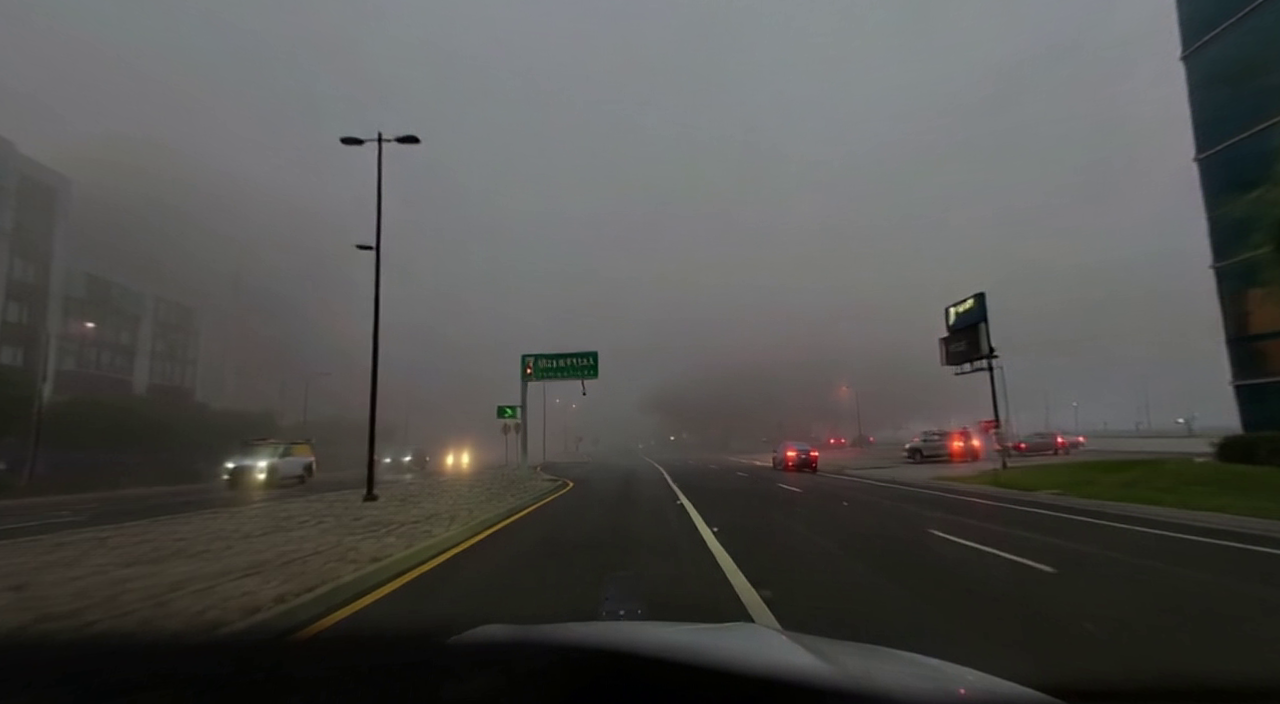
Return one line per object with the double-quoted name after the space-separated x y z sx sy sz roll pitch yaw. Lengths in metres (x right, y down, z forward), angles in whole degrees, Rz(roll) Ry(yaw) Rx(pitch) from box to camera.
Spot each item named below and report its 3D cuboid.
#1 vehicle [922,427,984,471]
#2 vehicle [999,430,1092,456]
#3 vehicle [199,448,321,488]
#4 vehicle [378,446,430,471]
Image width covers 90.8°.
17.062 5.286 34.591 1.686 2.284 3.164 0 -8 1 "vehicle"
31.445 7.100 49.134 5.509 1.904 2.614 1 -9 -6 "vehicle"
-18.545 5.671 31.255 2.575 1.738 5.473 -1 -9 1 "vehicle"
-18.251 8.240 49.121 2.041 1.826 4.878 -1 -9 1 "vehicle"
